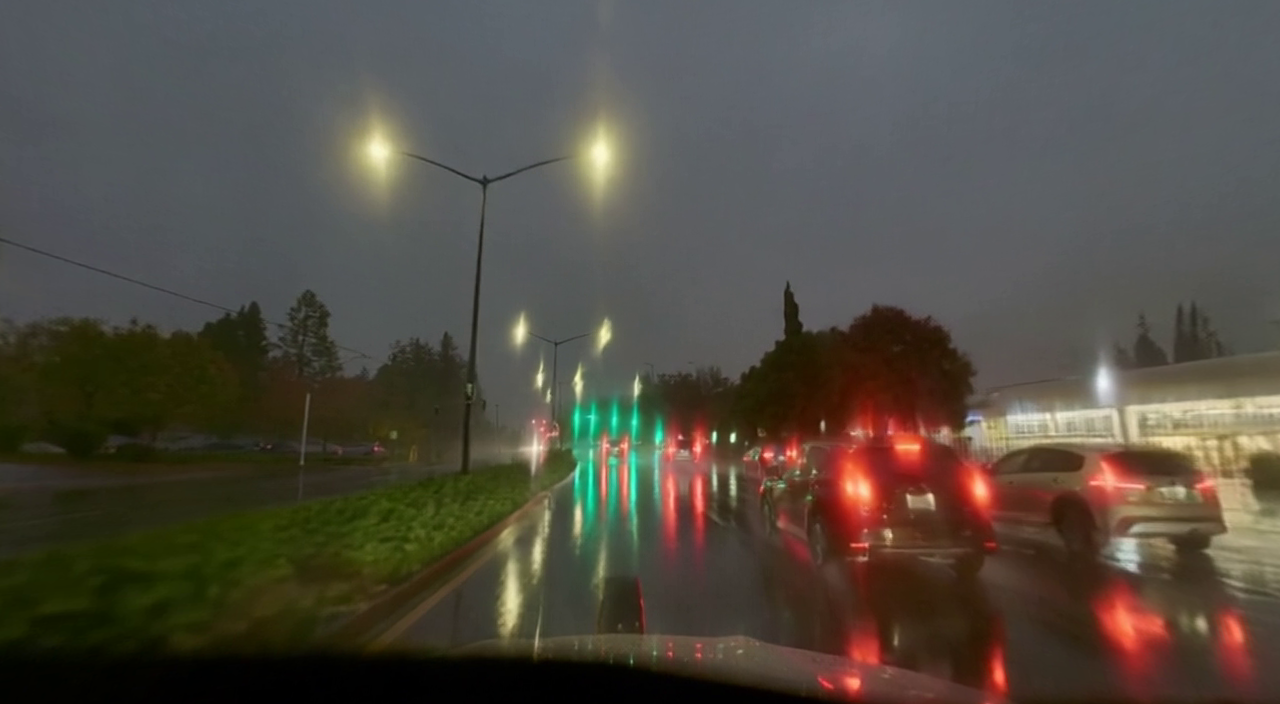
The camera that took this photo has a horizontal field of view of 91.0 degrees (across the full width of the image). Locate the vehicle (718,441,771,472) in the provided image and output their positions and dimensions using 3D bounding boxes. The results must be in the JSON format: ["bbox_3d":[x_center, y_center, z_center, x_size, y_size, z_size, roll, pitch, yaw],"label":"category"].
[{"bbox_3d":[5.838,5.908,35.759,1.954,1.606,4.423,1,-8,-5],"label":"vehicle"}]

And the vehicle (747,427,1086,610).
[{"bbox_3d":[2.611,1.664,7.278,1.883,1.452,4.258,0,-8,-2],"label":"vehicle"}]

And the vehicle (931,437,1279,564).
[{"bbox_3d":[6.456,2.055,9.559,1.917,1.457,4.274,0,-8,-2],"label":"vehicle"}]

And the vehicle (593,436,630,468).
[{"bbox_3d":[-1.737,5.950,37.633,2.051,1.798,4.168,1,-8,-5],"label":"vehicle"}]

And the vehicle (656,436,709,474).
[{"bbox_3d":[1.987,5.020,30.925,2.000,1.745,4.206,1,-8,-5],"label":"vehicle"}]
